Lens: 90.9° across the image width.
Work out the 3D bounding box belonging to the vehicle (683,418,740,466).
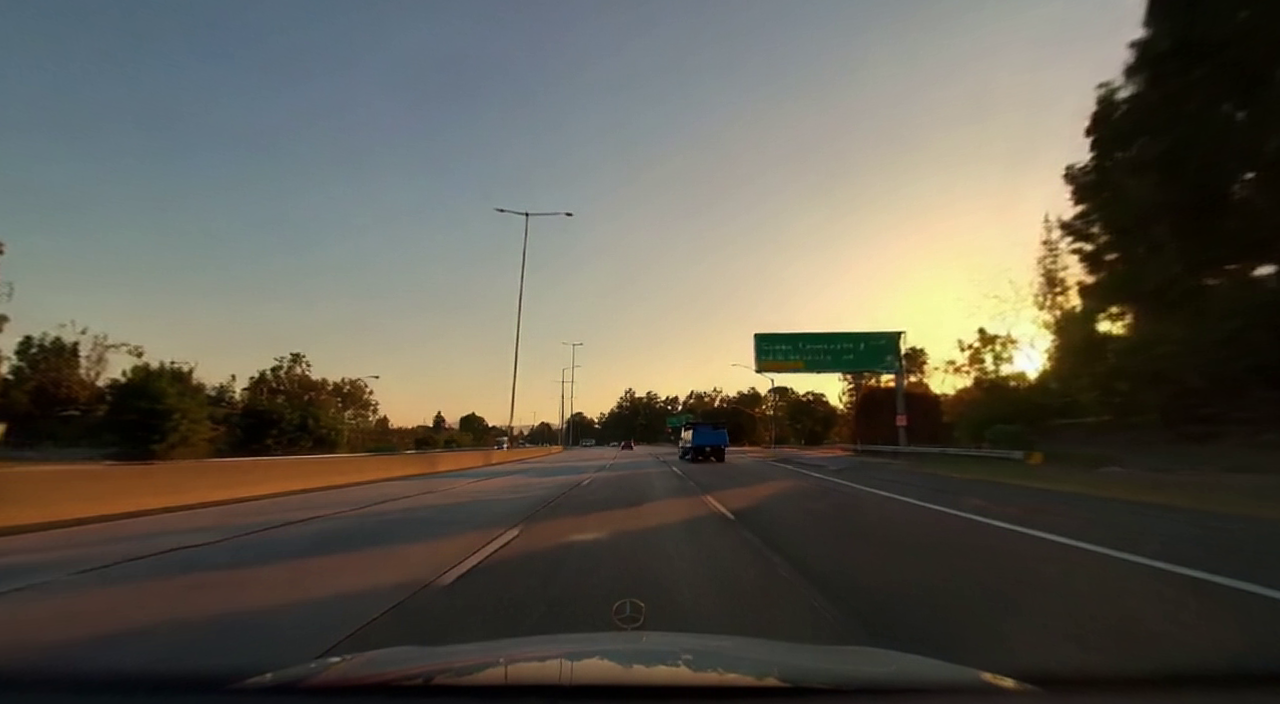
[{"bbox_3d":[4.009,5.249,36.793,2.430,2.495,6.062,1,-8,-2],"label":"vehicle"}]
